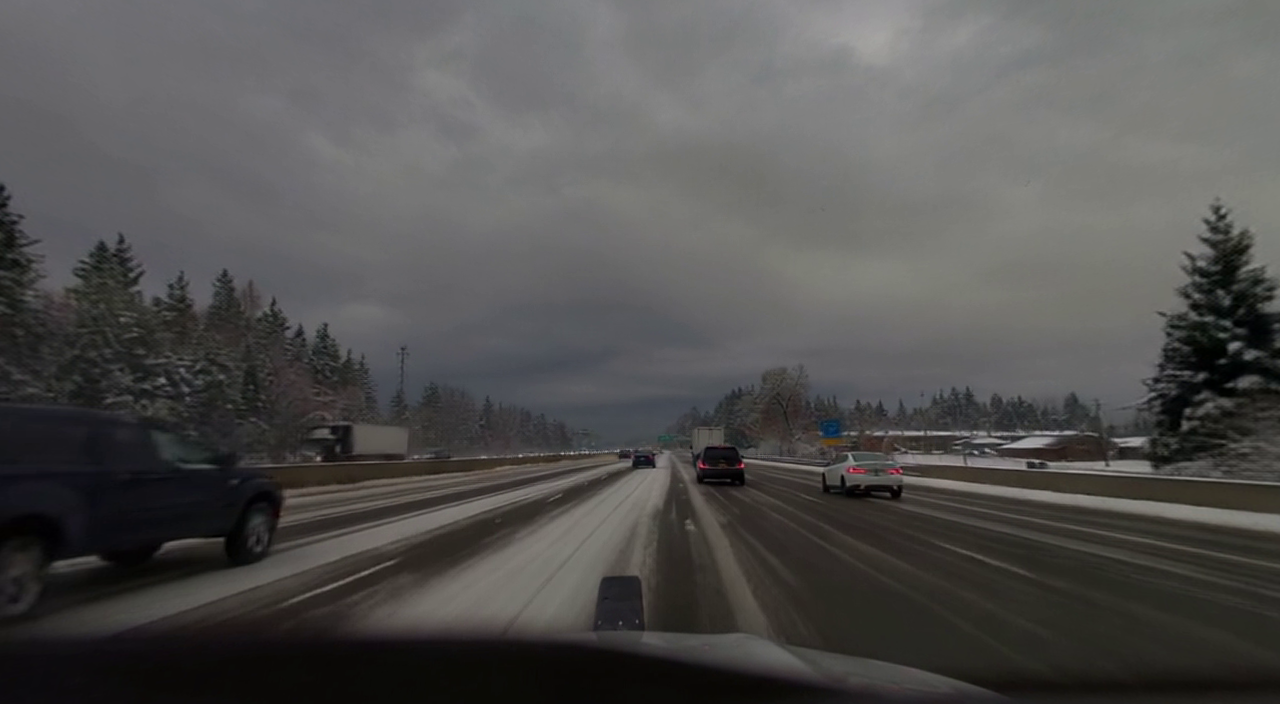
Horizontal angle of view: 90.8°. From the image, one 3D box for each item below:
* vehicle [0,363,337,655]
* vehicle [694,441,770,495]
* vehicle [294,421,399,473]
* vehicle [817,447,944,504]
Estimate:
[{"bbox_3d":[-5.150,1.259,5.679,2.036,1.892,5.214,0,-9,3],"label":"vehicle"},{"bbox_3d":[3.116,4.027,22.331,2.103,1.717,4.399,0,-9,1],"label":"vehicle"},{"bbox_3d":[-20.601,6.795,45.084,2.848,3.328,8.515,-1,-9,4],"label":"vehicle"},{"bbox_3d":[7.131,3.682,19.367,2.146,1.482,4.665,0,-9,1],"label":"vehicle"}]
